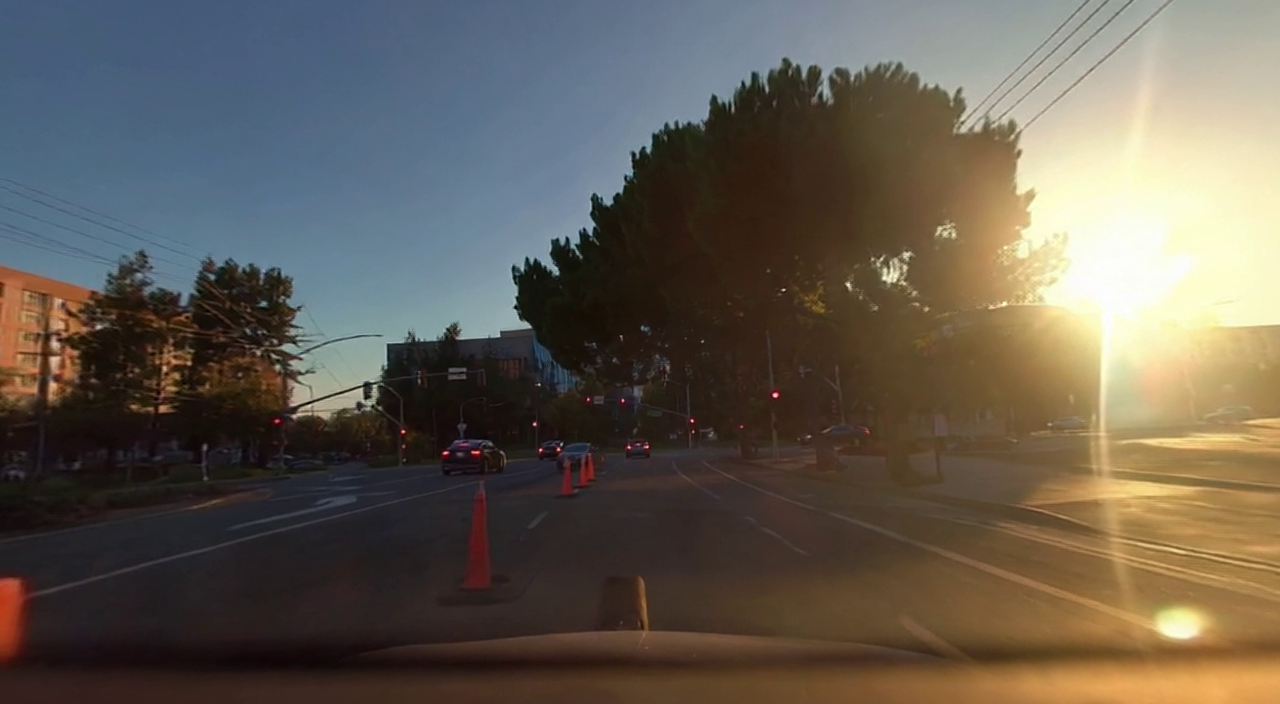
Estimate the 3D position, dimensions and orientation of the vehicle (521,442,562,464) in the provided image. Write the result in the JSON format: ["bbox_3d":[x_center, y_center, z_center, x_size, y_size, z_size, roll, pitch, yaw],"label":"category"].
[{"bbox_3d":[-6.795,7.019,44.076,2.074,1.447,4.224,0,-9,1],"label":"vehicle"}]

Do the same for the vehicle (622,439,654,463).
[{"bbox_3d":[-0.124,6.514,41.598,1.985,1.521,3.968,0,-9,1],"label":"vehicle"}]

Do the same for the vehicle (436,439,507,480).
[{"bbox_3d":[-6.974,4.488,26.638,1.869,1.570,4.064,0,-9,0],"label":"vehicle"}]

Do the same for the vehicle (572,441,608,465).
[{"bbox_3d":[-3.222,6.605,41.470,1.946,1.437,4.154,0,-9,1],"label":"vehicle"}]
